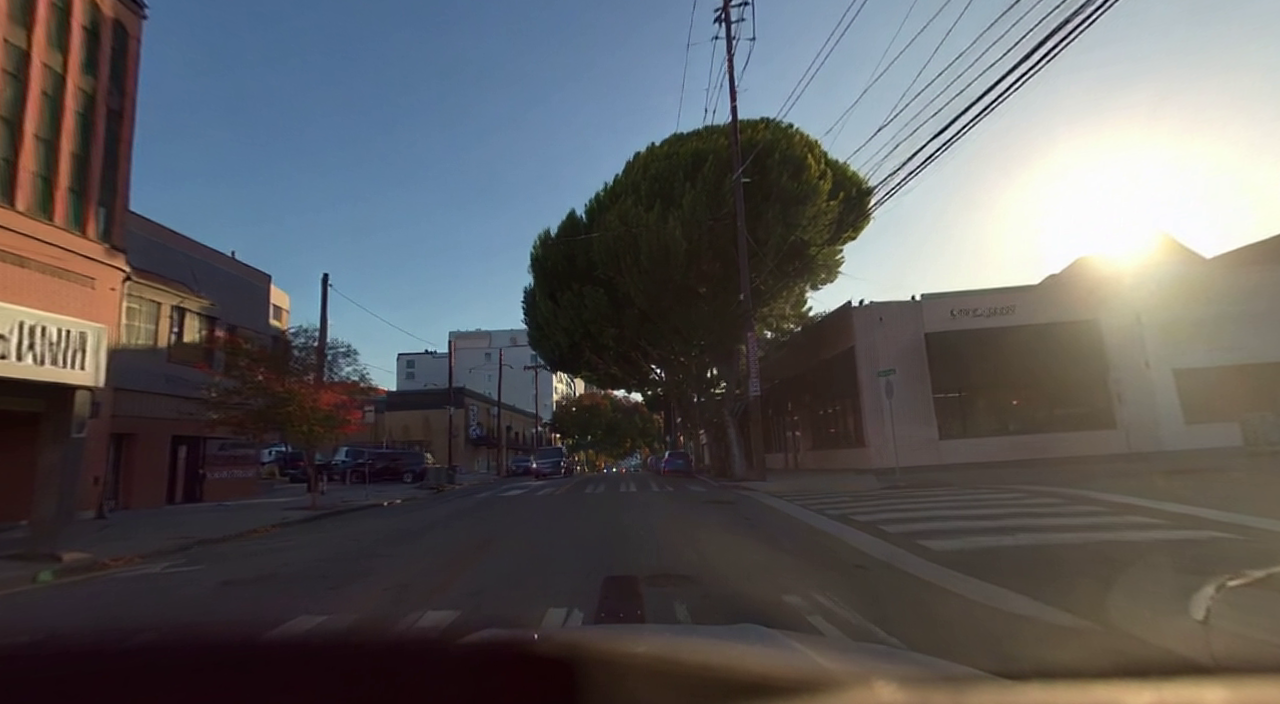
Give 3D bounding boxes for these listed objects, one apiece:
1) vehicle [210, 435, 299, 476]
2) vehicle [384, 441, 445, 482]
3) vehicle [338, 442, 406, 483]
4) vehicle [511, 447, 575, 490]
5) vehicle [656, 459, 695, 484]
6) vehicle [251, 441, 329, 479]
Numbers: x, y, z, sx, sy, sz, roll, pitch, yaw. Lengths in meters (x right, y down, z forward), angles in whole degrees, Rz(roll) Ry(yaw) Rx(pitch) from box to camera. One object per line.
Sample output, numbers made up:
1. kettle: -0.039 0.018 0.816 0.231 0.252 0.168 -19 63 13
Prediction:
1. vehicle: -28.116 7.554 46.478 2.249 2.760 6.636 0 -8 0
2. vehicle: -16.554 8.100 46.812 2.715 2.789 6.225 0 -10 -5
3. vehicle: -19.482 7.984 46.261 2.256 2.668 5.979 0 -7 0
4. vehicle: -4.735 5.744 31.649 2.495 1.966 4.846 0 -8 -1
5. vehicle: 2.114 7.232 38.430 1.877 1.373 3.854 0 -8 -4
6. vehicle: -25.439 7.840 46.264 2.288 2.514 5.886 0 -8 0
